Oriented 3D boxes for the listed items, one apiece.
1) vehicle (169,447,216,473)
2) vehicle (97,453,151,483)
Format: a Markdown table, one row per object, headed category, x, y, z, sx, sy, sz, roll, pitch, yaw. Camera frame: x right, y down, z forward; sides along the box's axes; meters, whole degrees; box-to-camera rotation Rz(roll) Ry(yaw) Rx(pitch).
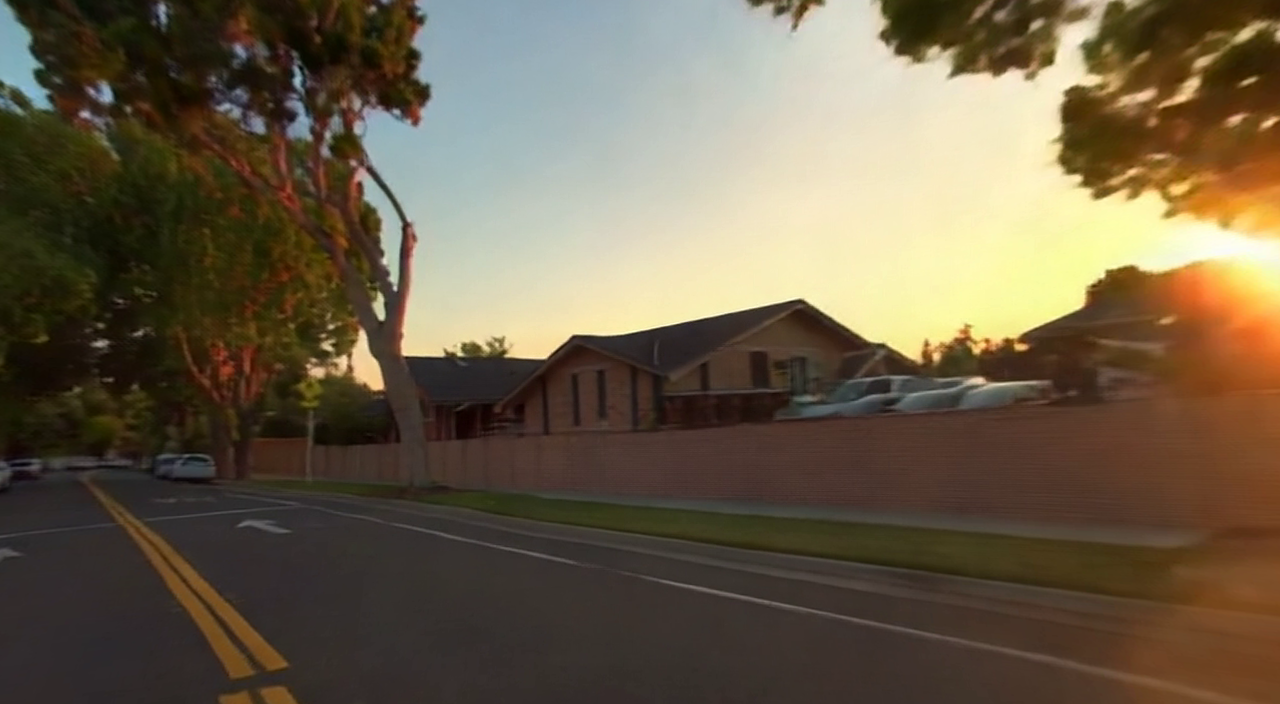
| category | x | y | z | sx | sy | sz | roll | pitch | yaw |
| --- | --- | --- | --- | --- | --- | --- | --- | --- | --- |
| vehicle | -33.198 | 7.985 | 46.813 | 4.574 | 1.752 | 1.937 | -8 | -11 | 43 |
| vehicle | -28.847 | 6.436 | 35.271 | 2.067 | 1.476 | 4.256 | 6 | -10 | -41 |
